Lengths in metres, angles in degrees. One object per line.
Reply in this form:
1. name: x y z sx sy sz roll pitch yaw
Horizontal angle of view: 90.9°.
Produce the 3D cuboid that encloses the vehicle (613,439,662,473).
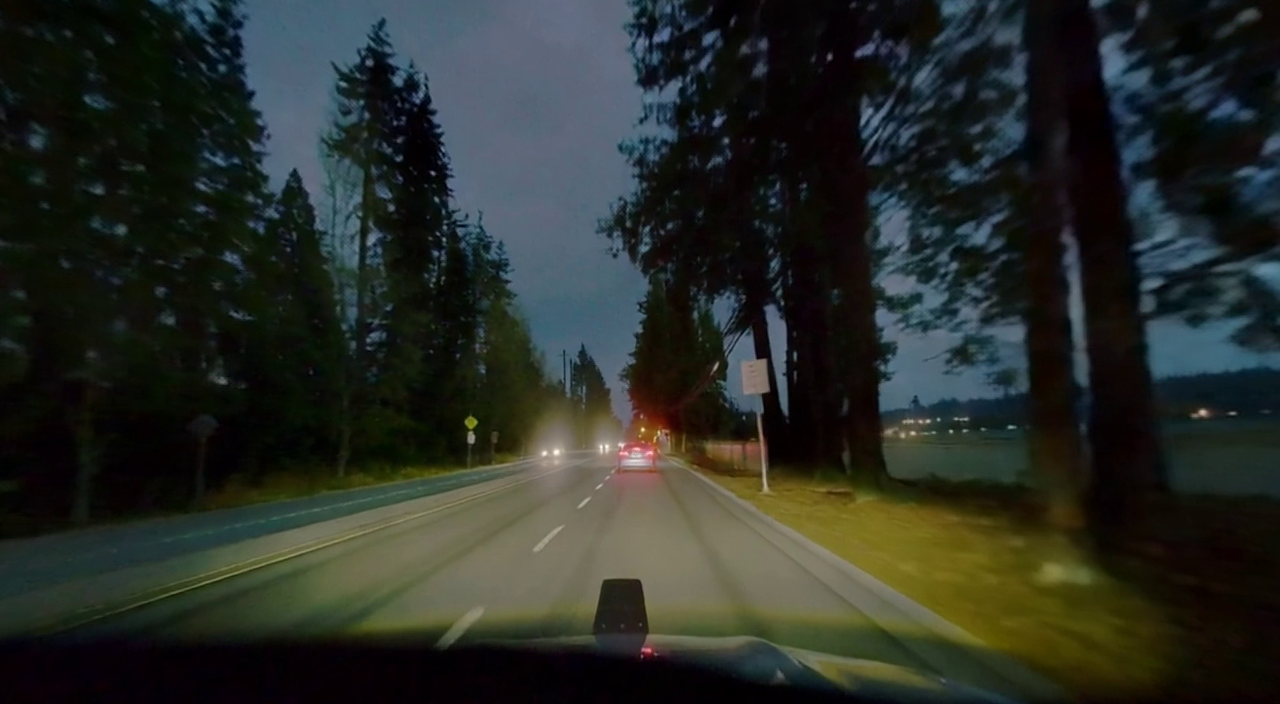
1. vehicle: -0.041 4.859 29.669 2.153 1.461 4.374 -1 -8 2
